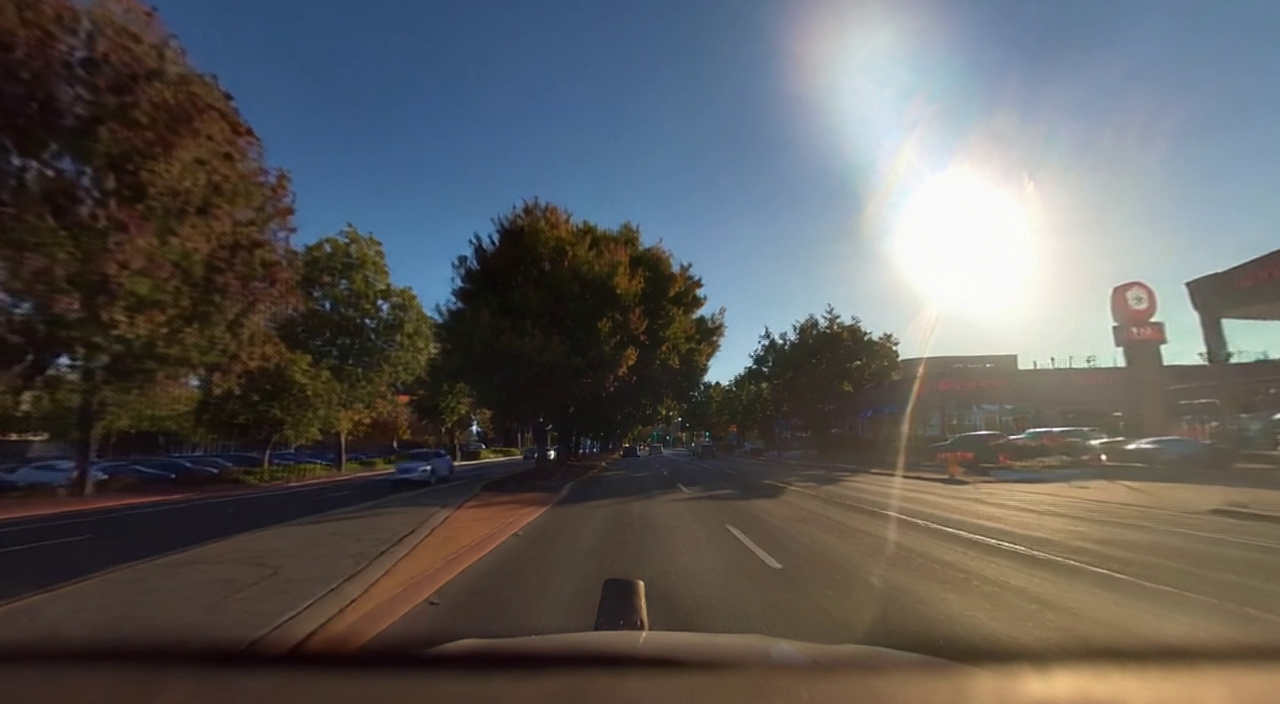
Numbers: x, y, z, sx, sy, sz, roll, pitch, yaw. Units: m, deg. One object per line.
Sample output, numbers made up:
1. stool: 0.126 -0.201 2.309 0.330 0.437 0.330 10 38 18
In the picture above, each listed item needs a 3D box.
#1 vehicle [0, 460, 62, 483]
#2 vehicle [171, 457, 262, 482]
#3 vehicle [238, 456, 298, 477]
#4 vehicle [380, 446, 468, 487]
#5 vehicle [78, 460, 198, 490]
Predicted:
1. vehicle: -47.420 9.103 48.089 4.717 1.614 1.990 0 -9 0
2. vehicle: -28.392 7.862 42.534 4.740 1.480 1.923 2 -10 -20
3. vehicle: -28.567 8.830 48.606 3.753 1.432 1.665 3 -11 -26
4. vehicle: -8.698 4.621 25.889 1.959 1.505 4.622 0 -9 0
5. vehicle: -28.165 6.892 35.643 4.893 1.460 1.986 4 -10 -26
